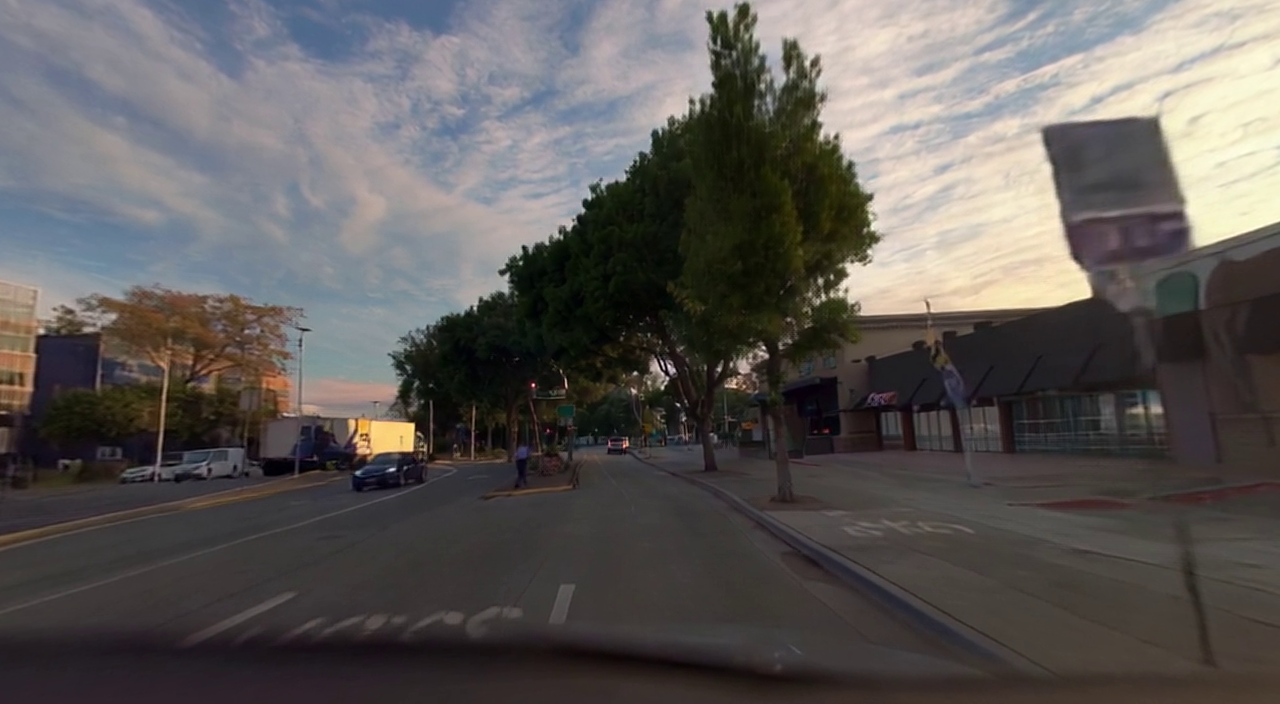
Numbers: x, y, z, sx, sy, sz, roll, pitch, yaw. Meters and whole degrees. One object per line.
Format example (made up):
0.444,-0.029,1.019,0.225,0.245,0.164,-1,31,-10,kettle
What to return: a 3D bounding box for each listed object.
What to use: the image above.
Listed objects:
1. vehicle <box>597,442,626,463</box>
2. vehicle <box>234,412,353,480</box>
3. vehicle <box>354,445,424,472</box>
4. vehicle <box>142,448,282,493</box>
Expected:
-2.071,7.409,46.612,2.006,1.470,3.799,0,-8,-1,vehicle
-21.970,5.996,40.489,3.045,3.961,6.104,-2,-9,15,vehicle
-17.180,7.269,43.495,1.988,1.762,4.653,-2,-9,16,vehicle
-18.336,5.041,27.379,2.101,1.721,4.587,-3,-9,17,vehicle
